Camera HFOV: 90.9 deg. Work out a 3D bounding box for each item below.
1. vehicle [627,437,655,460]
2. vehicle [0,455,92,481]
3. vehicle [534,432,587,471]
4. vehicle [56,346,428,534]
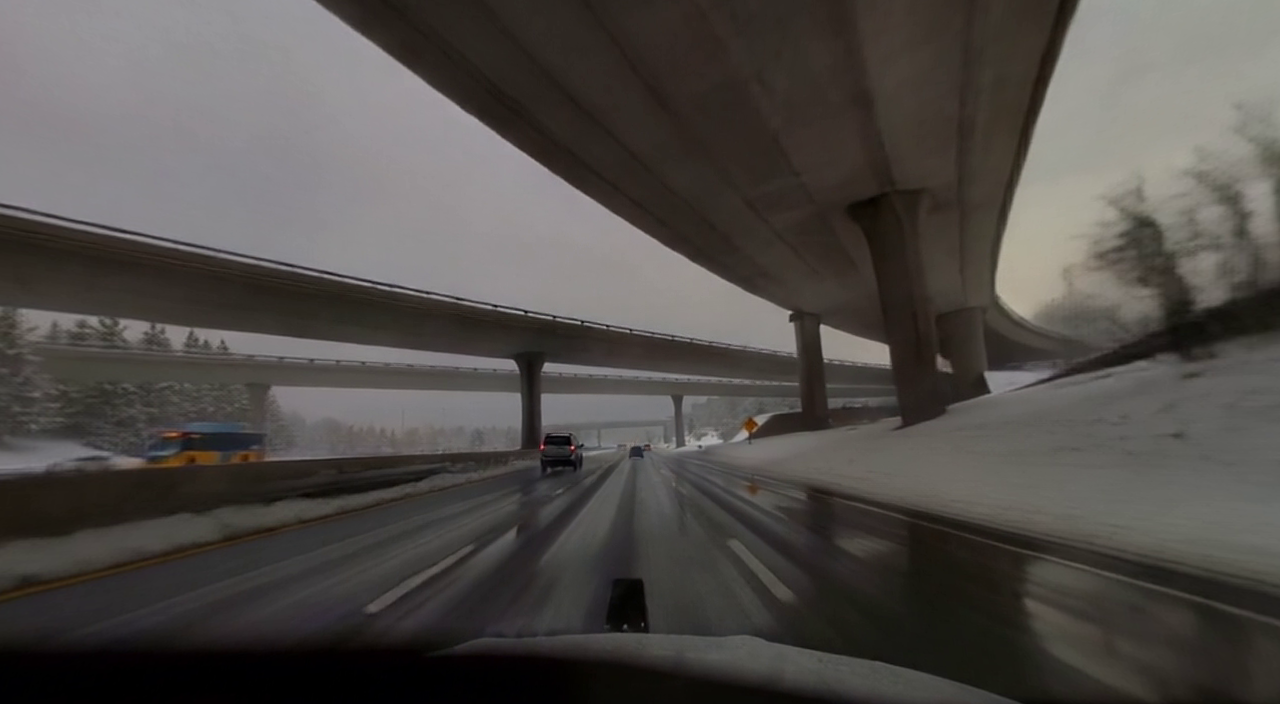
[{"bbox_3d":[0.032,7.461,48.722,2.052,1.711,4.223,0,-8,-1],"label":"vehicle"},{"bbox_3d":[-36.116,7.000,38.307,1.787,1.415,4.159,-1,-9,2],"label":"vehicle"},{"bbox_3d":[-4.226,5.404,34.342,2.147,1.918,4.834,0,-8,1],"label":"vehicle"},{"bbox_3d":[-7.507,1.965,13.818,2.872,2.890,7.923,1,-9,0],"label":"vehicle"}]
